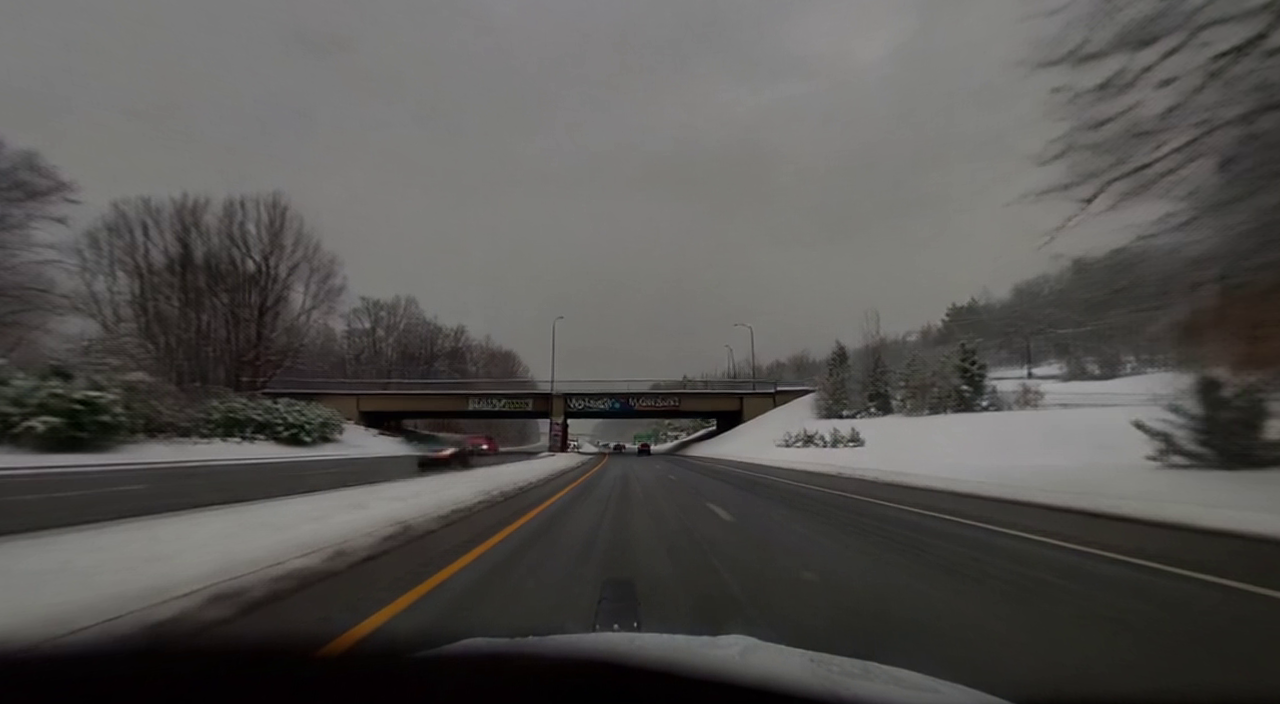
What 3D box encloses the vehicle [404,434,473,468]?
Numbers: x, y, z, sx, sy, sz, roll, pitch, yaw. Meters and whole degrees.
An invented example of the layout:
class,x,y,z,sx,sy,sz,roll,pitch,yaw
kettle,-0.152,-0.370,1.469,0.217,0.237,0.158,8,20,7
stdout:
class,x,y,z,sx,sy,sz,roll,pitch,yaw
vehicle,-9.652,4.805,30.391,1.956,1.507,4.346,0,-9,-1
